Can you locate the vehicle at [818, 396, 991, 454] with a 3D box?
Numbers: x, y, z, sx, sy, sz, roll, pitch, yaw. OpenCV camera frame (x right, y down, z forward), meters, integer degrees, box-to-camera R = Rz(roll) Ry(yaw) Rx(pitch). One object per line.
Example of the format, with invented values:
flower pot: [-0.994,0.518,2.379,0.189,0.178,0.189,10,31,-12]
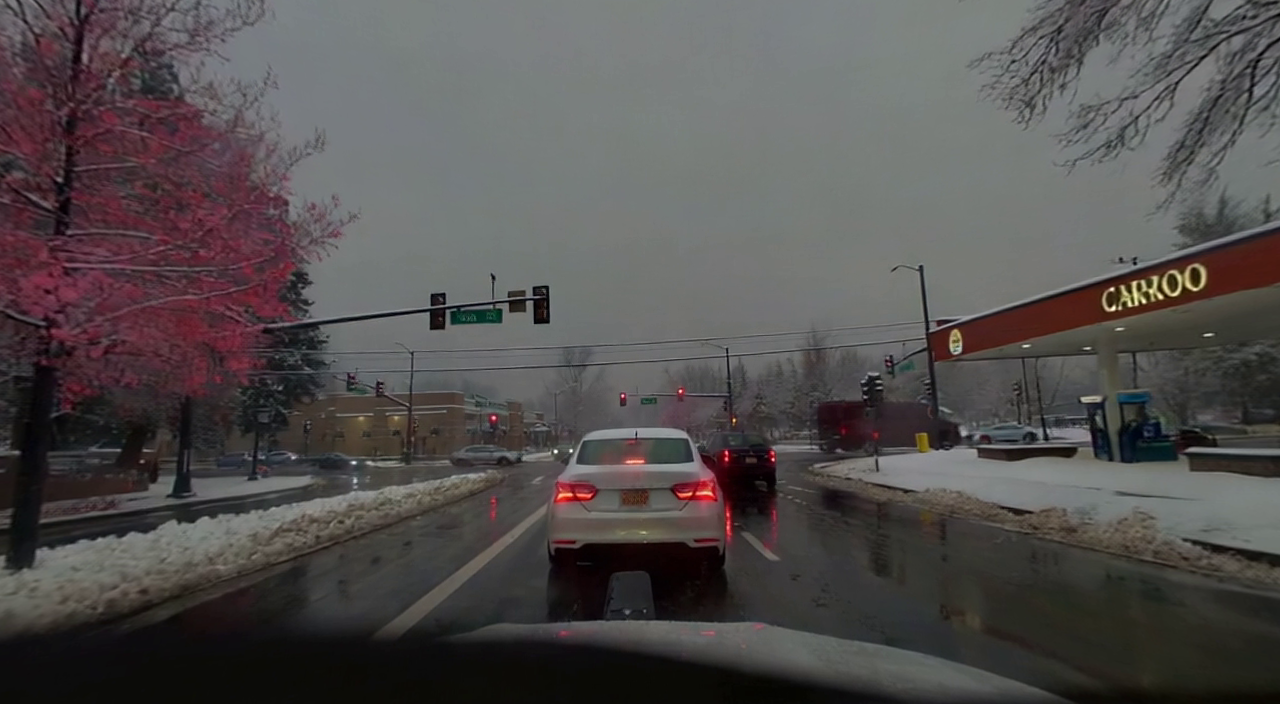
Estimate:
vehicle: [18.542,5.330,45.048,10.890,3.868,3.021,-3,-9,19]

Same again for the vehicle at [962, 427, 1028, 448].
vehicle: [27.238,6.575,48.399,3.968,1.572,1.740,0,-9,3]

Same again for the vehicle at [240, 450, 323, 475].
vehicle: [-23.015,7.069,40.506,4.609,1.465,1.944,-3,-9,17]

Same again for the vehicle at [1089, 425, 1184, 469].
vehicle: [18.584,3.537,23.533,4.300,1.495,2.053,8,-11,-43]

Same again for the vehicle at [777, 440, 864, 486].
vehicle: [6.508,4.041,23.285,1.942,1.511,4.390,0,-8,0]

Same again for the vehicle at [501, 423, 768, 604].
vehicle: [-0.066,1.643,7.334,2.213,1.482,4.057,0,-8,-1]

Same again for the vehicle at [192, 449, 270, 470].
vehicle: [-29.536,7.792,45.561,4.466,1.438,1.837,-1,-8,5]
